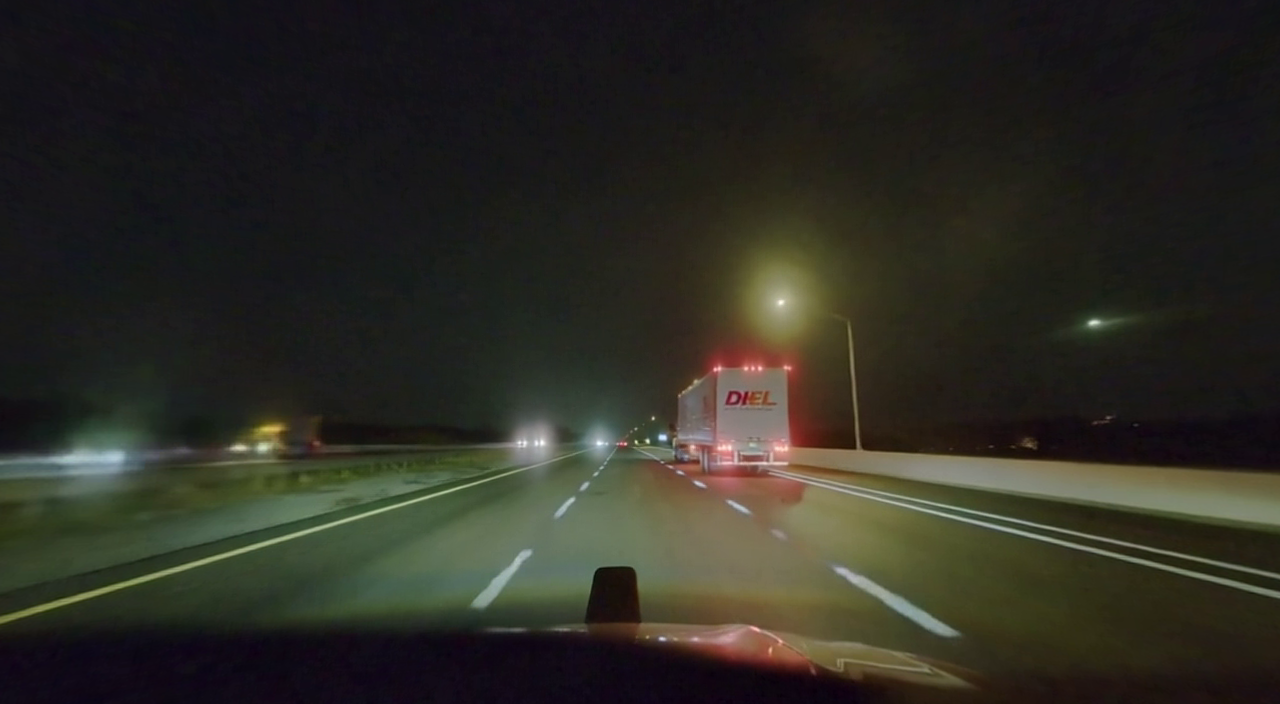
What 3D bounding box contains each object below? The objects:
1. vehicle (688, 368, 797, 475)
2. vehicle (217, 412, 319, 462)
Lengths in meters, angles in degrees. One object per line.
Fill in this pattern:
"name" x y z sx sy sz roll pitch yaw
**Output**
"vehicle" 4.063 3.108 27.214 2.880 3.918 8.254 0 -8 -3
"vehicle" -20.787 4.829 35.548 2.185 2.586 5.782 0 -8 0
